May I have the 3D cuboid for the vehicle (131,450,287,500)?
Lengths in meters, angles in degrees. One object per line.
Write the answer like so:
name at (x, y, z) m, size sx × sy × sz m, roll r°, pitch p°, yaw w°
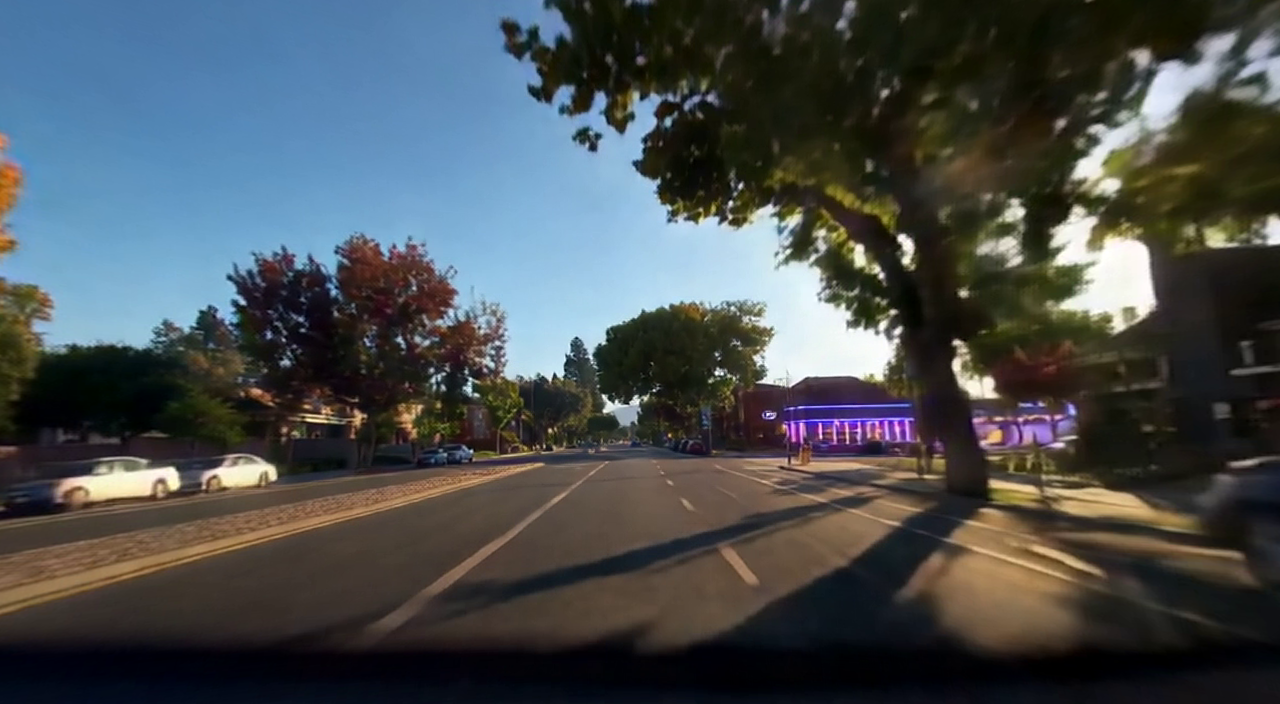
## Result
vehicle at (-14.820, 4.214, 22.162) m, size 2.124 × 1.501 × 4.807 m, roll 0°, pitch -9°, yaw -1°

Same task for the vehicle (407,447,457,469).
vehicle at (-15.147, 7.708, 46.267) m, size 2.106 × 1.479 × 4.541 m, roll 0°, pitch -9°, yaw 1°

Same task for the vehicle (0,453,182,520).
vehicle at (-14.800, 3.463, 16.770) m, size 1.836 × 1.473 × 4.413 m, roll -1°, pitch -9°, yaw 2°

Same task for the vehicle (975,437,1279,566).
vehicle at (7.252, 2.055, 9.532) m, size 1.954 × 1.460 × 4.388 m, roll 0°, pitch -9°, yaw 0°
